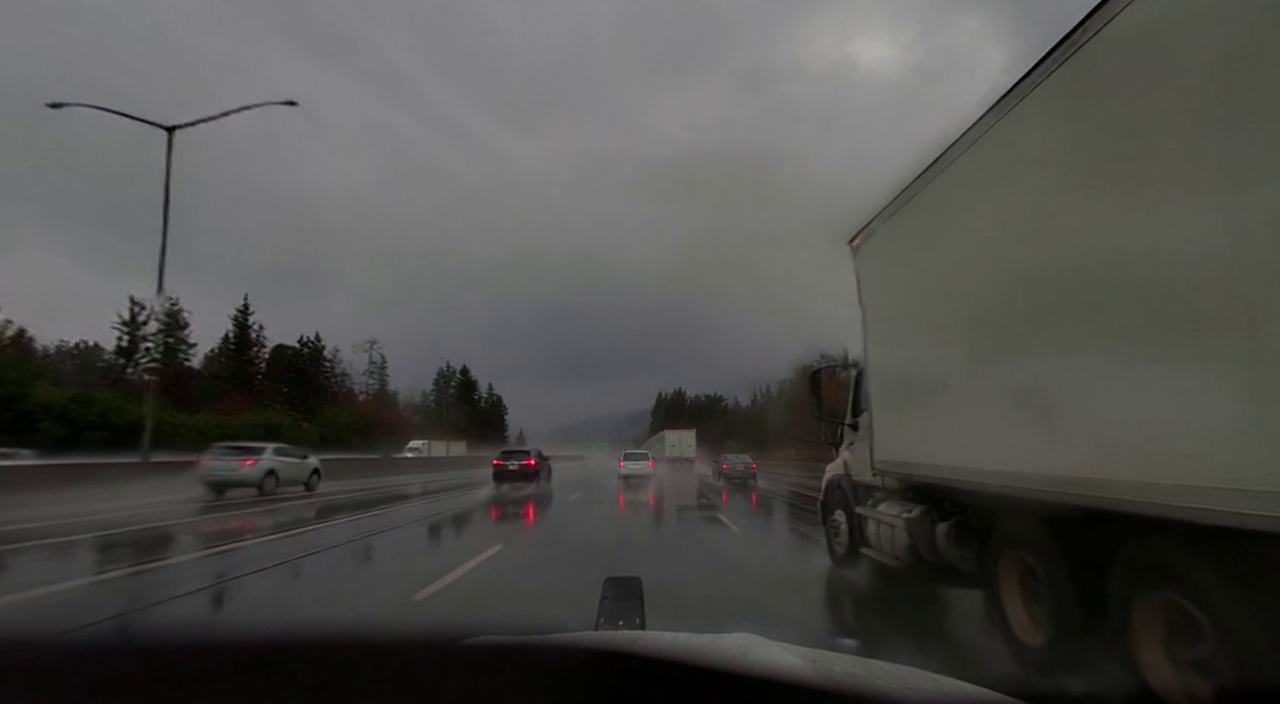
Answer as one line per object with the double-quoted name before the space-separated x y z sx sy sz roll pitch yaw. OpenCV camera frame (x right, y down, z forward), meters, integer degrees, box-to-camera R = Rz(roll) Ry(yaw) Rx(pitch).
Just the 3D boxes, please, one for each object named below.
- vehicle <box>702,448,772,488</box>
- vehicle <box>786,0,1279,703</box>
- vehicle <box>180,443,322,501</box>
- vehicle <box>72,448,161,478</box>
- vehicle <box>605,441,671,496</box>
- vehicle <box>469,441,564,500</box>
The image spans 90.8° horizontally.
"vehicle" 4.013 4.872 26.929 2.146 1.482 4.665 0 -9 -1
"vehicle" 3.717 0.379 5.005 2.836 3.508 8.723 0 -9 -1
"vehicle" -13.224 4.068 21.886 1.946 1.773 4.446 -1 -9 2
"vehicle" -30.514 6.448 36.987 1.846 1.600 3.759 0 -9 2
"vehicle" -0.036 4.020 22.246 2.103 1.717 4.399 0 -9 1
"vehicle" -3.853 3.777 20.602 1.988 1.696 4.754 -1 -9 2
